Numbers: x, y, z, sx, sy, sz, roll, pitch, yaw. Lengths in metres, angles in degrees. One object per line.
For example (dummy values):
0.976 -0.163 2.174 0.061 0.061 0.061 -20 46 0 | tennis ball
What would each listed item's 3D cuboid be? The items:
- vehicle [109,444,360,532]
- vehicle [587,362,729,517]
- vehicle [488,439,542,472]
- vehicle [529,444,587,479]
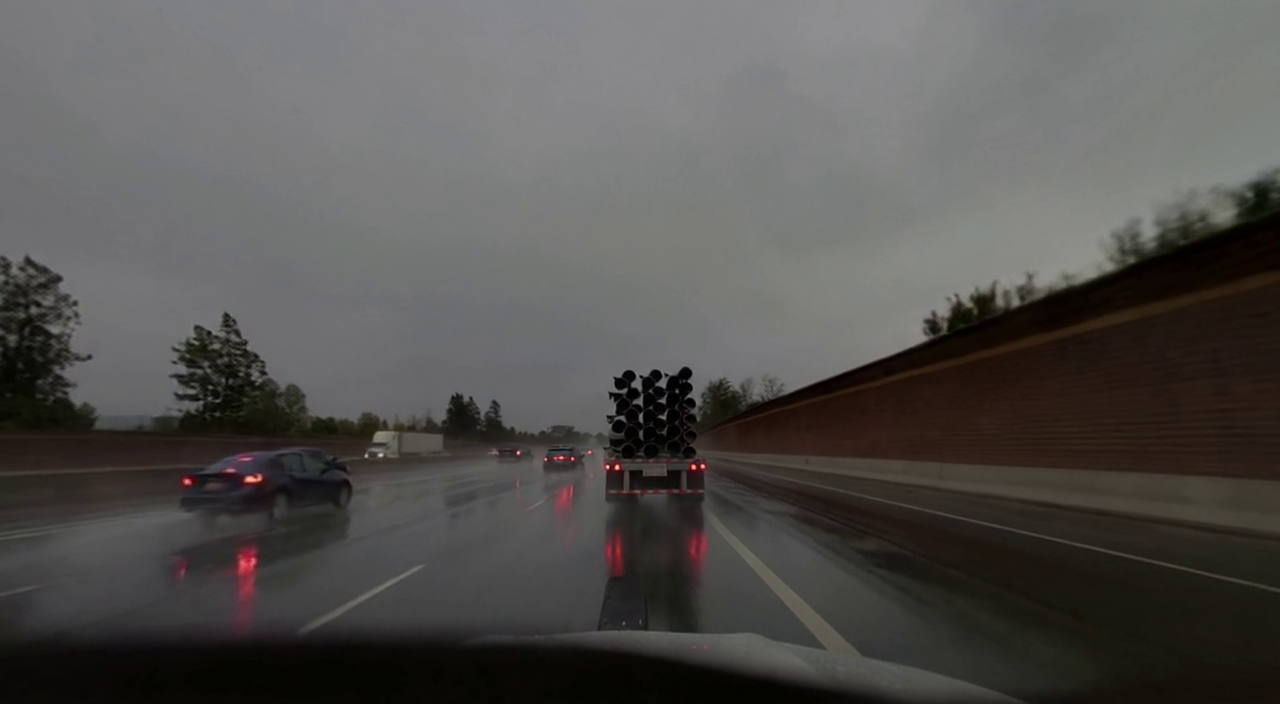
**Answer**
-7.881 2.645 13.011 2.006 1.458 4.700 0 -8 1 | vehicle
0.398 2.344 16.785 2.798 3.071 8.412 0 -8 1 | vehicle
-7.490 6.257 38.342 2.164 1.874 5.004 0 -8 0 | vehicle
-3.653 4.959 28.874 1.974 1.475 4.538 0 -8 1 | vehicle
